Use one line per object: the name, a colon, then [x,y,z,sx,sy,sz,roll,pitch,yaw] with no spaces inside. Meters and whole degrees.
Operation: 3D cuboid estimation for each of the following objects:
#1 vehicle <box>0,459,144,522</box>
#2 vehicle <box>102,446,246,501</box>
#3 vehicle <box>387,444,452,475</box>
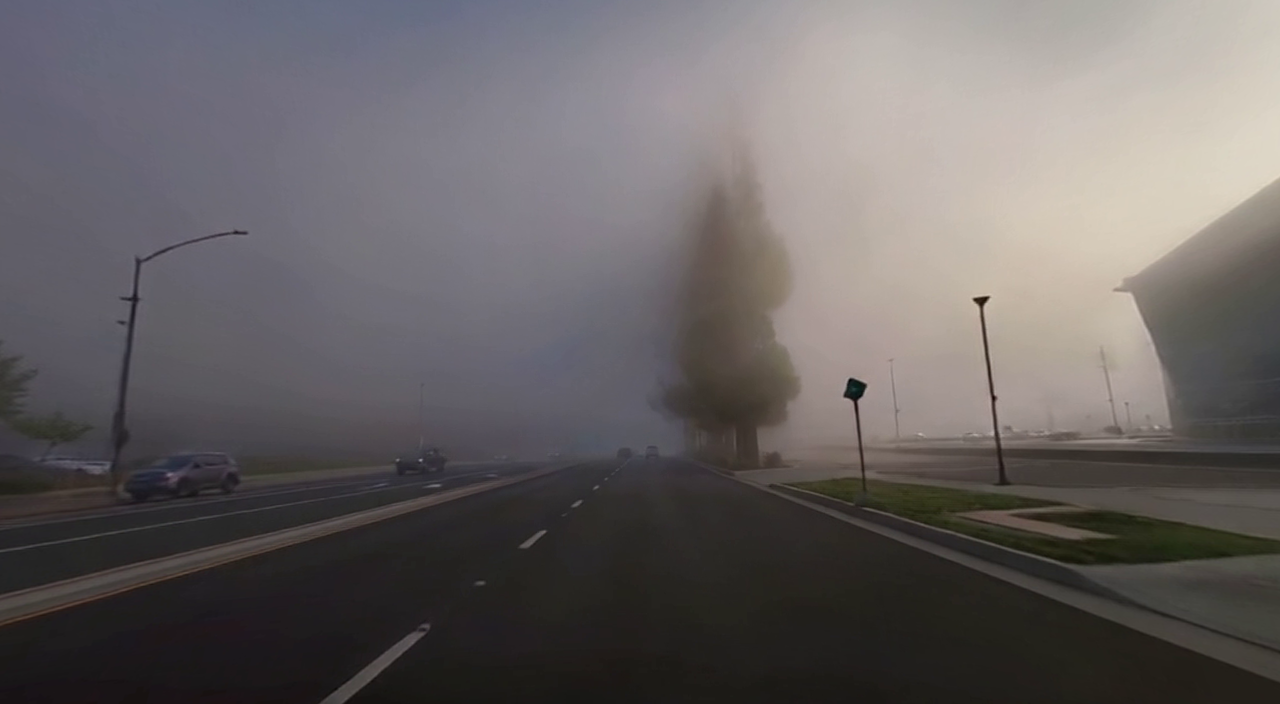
vehicle: [-17.388,3.903,18.063,1.955,1.486,5.112,-1,-8,2]
vehicle: [-17.295,4.498,23.651,1.998,1.724,4.486,-3,-9,0]
vehicle: [-13.353,6.514,38.394,2.145,1.754,4.777,0,-8,1]
